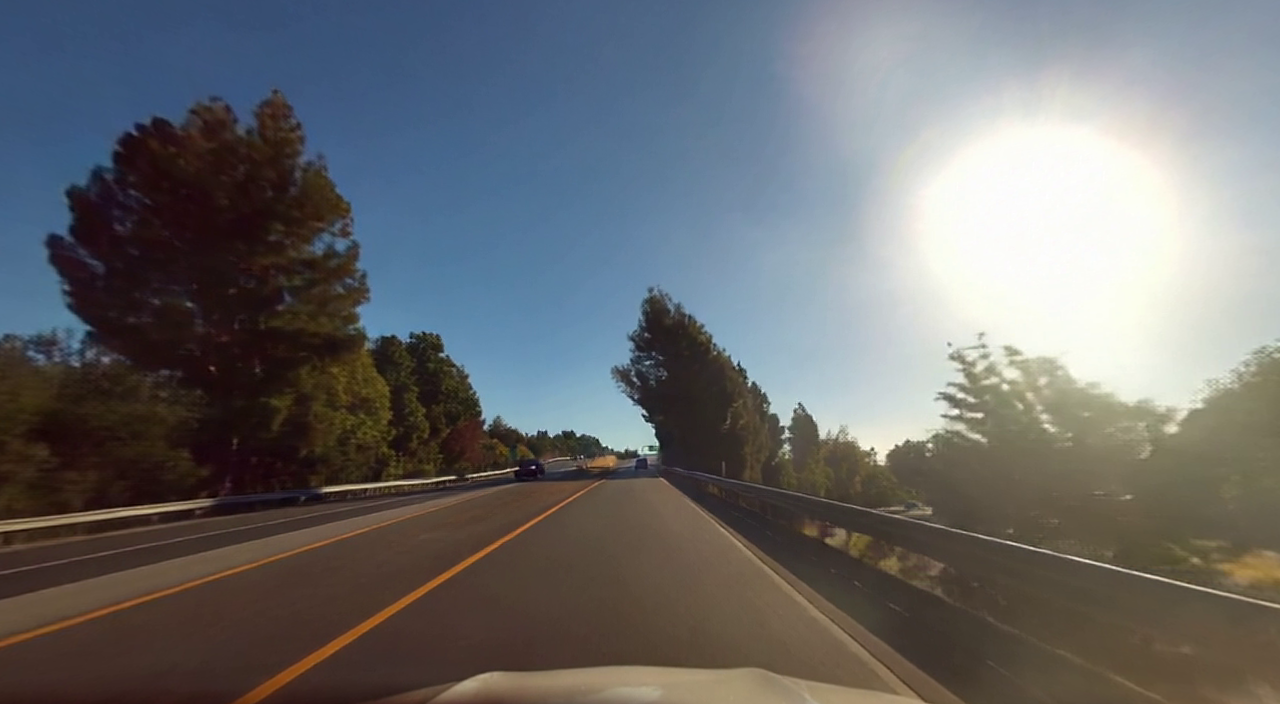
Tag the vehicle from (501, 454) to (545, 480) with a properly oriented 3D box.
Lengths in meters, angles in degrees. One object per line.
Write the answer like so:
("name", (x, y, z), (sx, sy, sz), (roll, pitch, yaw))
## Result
("vehicle", (-7.669, 7.560, 41.636), (2.003, 1.554, 3.757), (0, -9, 2))
